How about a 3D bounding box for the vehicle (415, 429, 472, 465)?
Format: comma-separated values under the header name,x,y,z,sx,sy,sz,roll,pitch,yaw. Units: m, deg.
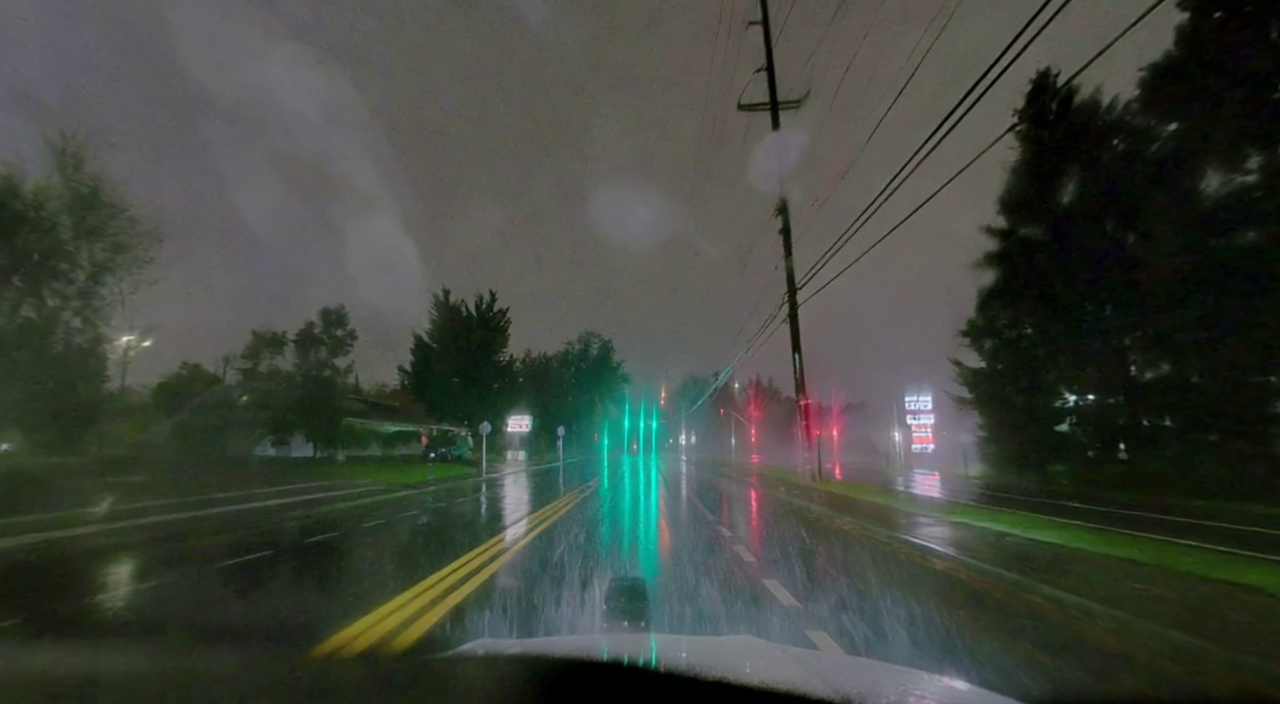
name,x,y,z,sx,sy,sz,roll,pitch,yaw
vehicle,-13.067,6.356,42.262,2.476,2.256,5.686,0,-8,-5
